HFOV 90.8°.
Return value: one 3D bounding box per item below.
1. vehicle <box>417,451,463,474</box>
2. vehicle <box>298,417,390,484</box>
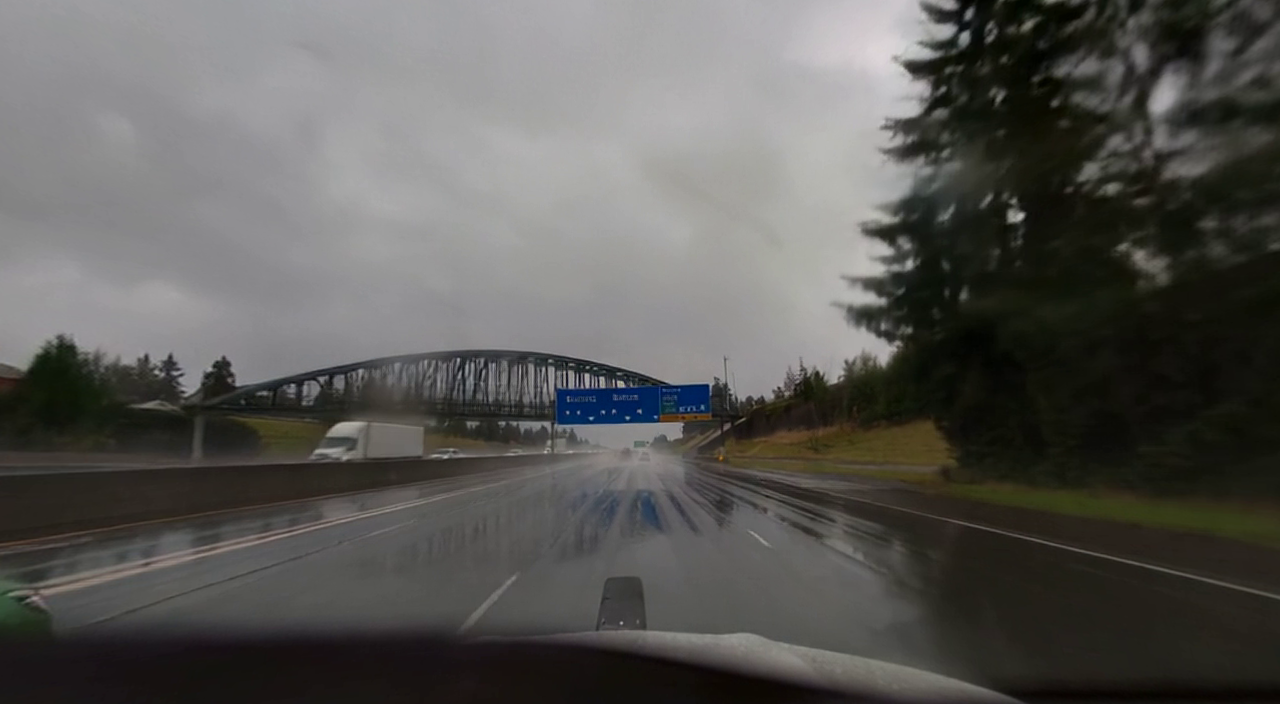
[{"bbox_3d":[-14.892,8.270,47.318,1.944,1.603,4.591,0,-9,0],"label":"vehicle"},{"bbox_3d":[-18.688,6.262,40.297,2.880,3.889,5.961,0,-9,0],"label":"vehicle"}]
